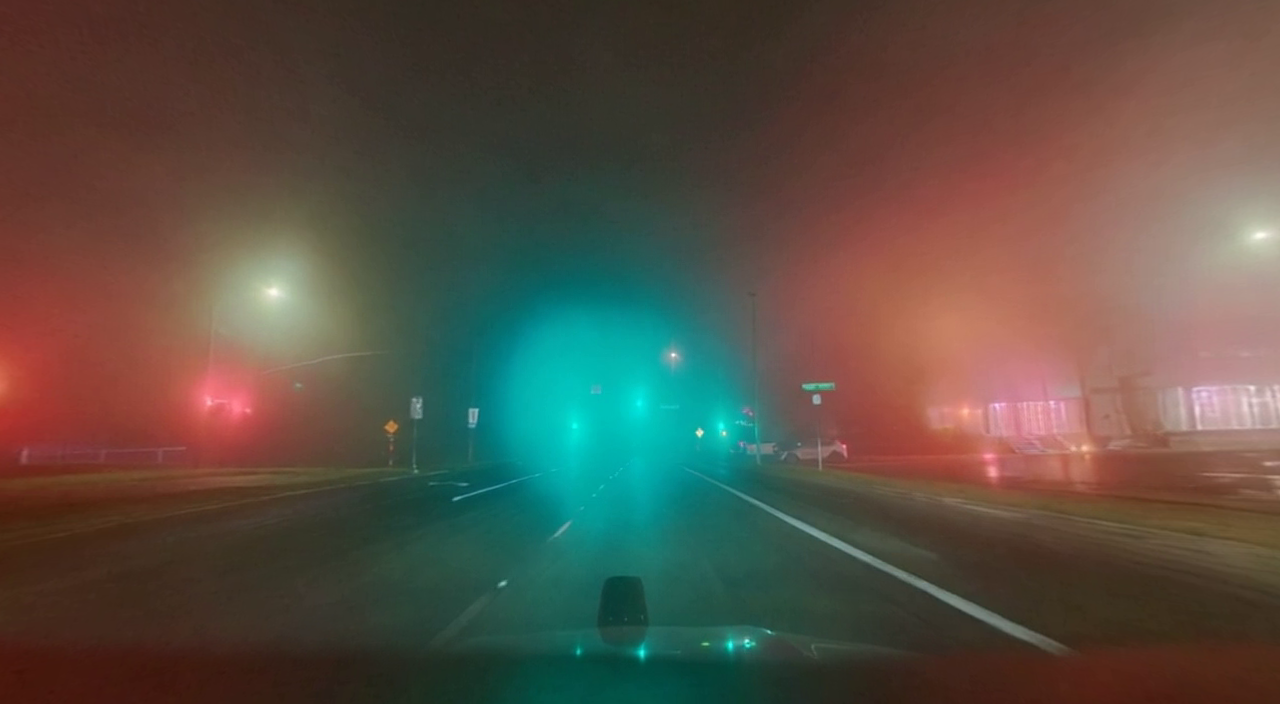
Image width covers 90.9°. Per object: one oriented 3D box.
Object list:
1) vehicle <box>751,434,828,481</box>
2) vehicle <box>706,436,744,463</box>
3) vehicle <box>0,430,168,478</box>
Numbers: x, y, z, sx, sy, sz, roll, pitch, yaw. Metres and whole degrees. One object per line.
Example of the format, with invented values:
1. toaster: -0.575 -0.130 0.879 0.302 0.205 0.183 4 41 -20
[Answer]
1. vehicle: 6.167 4.400 26.591 2.094 1.766 4.792 0 -8 0
2. vehicle: 6.606 7.636 49.433 2.293 1.942 5.004 0 -8 1
3. vehicle: -42.041 7.633 47.513 10.437 3.440 2.994 0 -7 1
